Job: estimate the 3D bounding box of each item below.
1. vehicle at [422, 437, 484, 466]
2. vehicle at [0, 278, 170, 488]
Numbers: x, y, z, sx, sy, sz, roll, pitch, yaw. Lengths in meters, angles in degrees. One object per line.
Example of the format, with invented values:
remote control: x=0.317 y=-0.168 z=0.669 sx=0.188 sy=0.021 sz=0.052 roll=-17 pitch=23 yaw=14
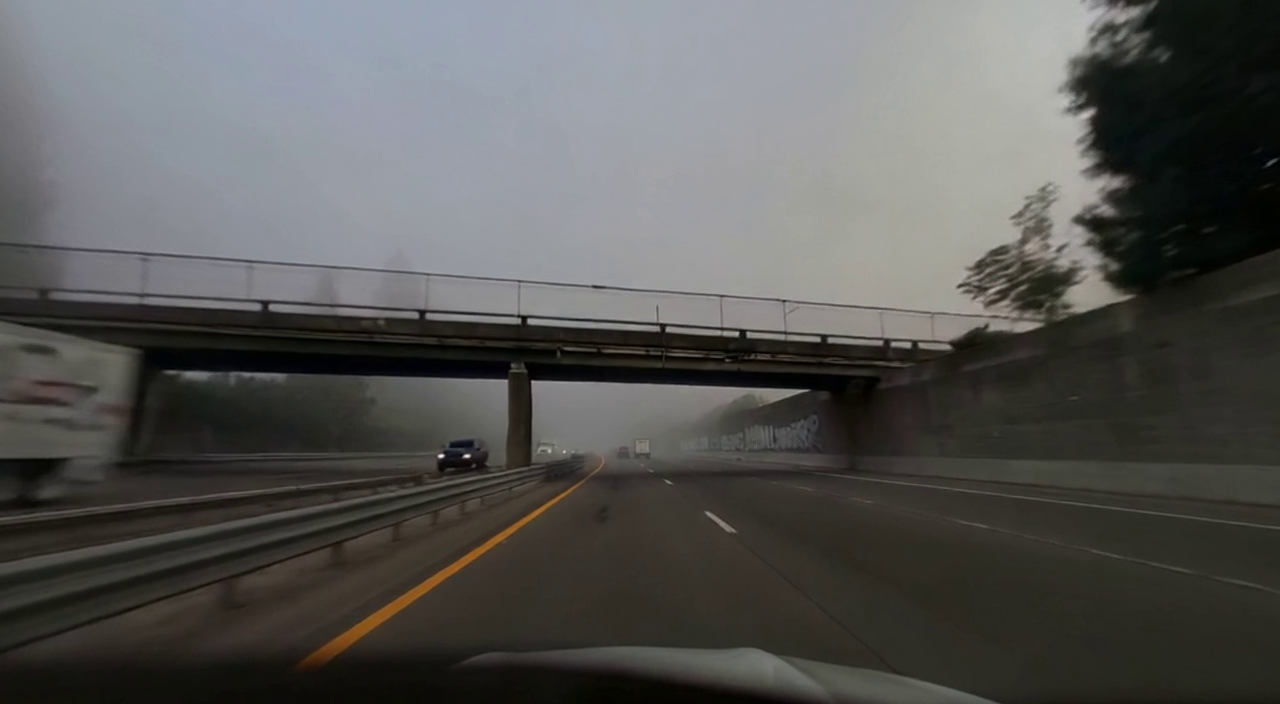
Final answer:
vehicle: x=-10.028 y=5.393 z=34.003 sx=2.164 sy=1.479 sz=4.067 roll=0 pitch=-9 yaw=-1
vehicle: x=-13.798 y=0.187 z=9.381 sx=3.020 sy=3.998 sz=14.022 roll=0 pitch=-9 yaw=-2
